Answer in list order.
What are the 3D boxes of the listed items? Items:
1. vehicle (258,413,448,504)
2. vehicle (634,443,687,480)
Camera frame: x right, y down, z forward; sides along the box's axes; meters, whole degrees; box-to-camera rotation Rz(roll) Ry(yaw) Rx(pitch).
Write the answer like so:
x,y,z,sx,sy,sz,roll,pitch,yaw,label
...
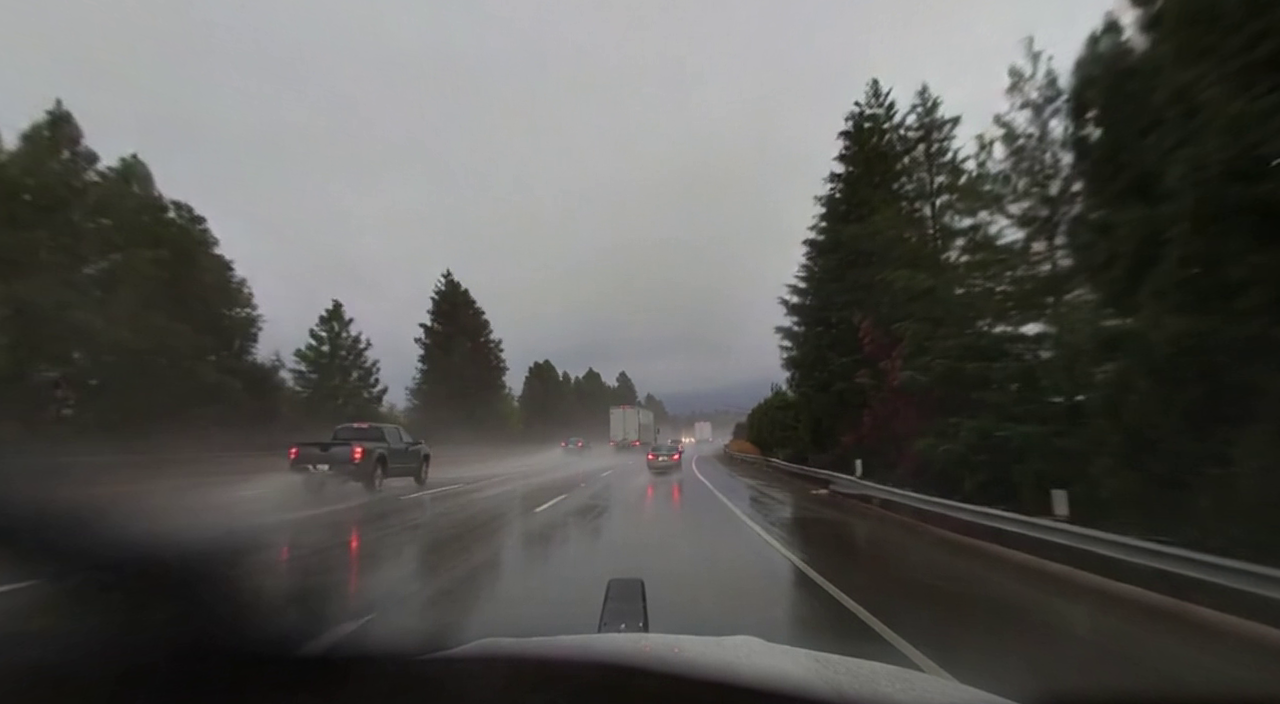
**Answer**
x,y,z,sx,sy,sz,roll,pitch,yaw,label
-6.668,2.546,15.458,2.142,1.833,4.854,0,-8,3,vehicle
0.885,4.392,25.643,1.984,1.365,3.767,0,-8,3,vehicle
